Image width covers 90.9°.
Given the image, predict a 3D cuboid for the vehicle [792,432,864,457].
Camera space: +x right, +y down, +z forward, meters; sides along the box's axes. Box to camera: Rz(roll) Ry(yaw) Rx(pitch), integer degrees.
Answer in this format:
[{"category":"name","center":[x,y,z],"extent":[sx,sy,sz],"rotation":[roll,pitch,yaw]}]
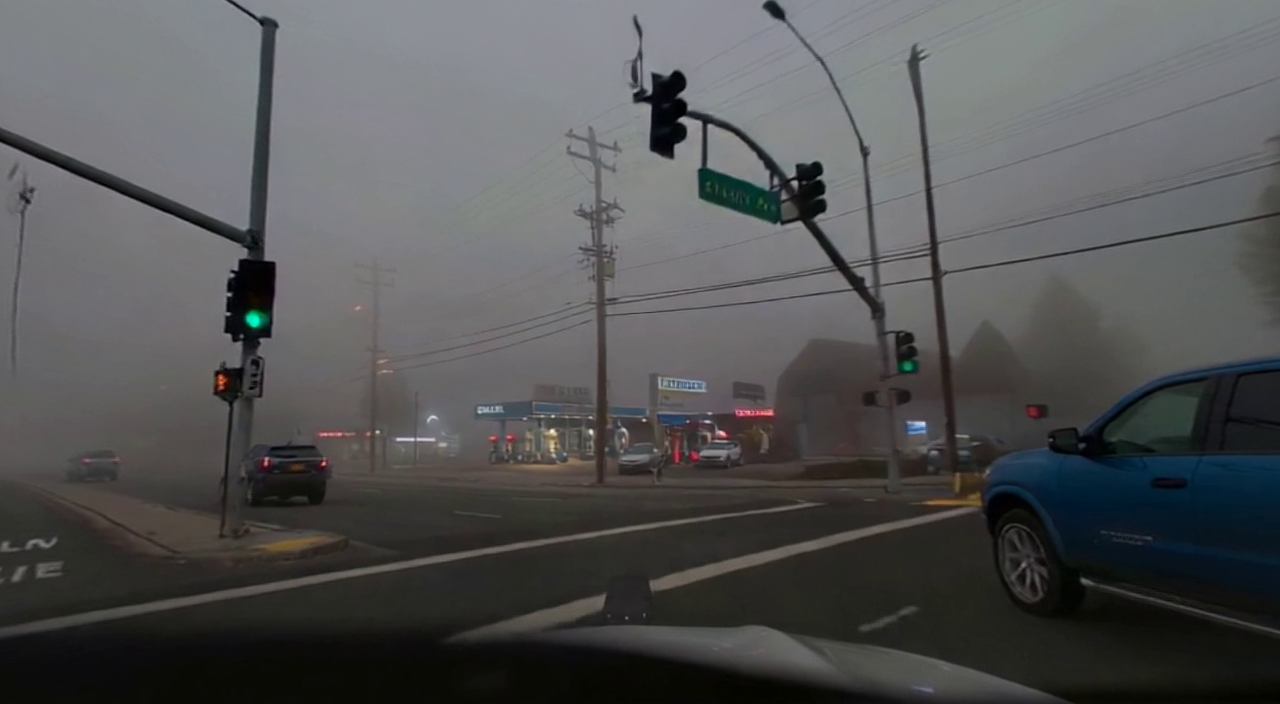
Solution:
[{"category":"vehicle","center":[13.804,6.792,46.426],"extent":[4.669,1.726,1.883],"rotation":[-7,-11,42]}]

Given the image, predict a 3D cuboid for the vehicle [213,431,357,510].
[{"category":"vehicle","center":[-9.935,3.156,17.448],"extent":[2.141,1.842,4.889],"rotation":[8,-11,-44]}]

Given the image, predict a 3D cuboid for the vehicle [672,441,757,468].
[{"category":"vehicle","center":[4.217,5.792,35.854],"extent":[4.495,1.399,1.715],"rotation":[3,-9,-20]}]

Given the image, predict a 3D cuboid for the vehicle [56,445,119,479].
[{"category":"vehicle","center":[-30.940,6.089,35.227],"extent":[4.498,1.725,1.921],"rotation":[-7,-11,41]}]

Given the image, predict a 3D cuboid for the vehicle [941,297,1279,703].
[{"category":"vehicle","center":[3.564,0.654,2.155],"extent":[2.036,1.818,5.192],"rotation":[1,-8,-6]}]

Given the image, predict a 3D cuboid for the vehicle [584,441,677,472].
[{"category":"vehicle","center":[-0.438,5.485,33.394],"extent":[4.661,1.480,1.913],"rotation":[6,-10,-36]}]
